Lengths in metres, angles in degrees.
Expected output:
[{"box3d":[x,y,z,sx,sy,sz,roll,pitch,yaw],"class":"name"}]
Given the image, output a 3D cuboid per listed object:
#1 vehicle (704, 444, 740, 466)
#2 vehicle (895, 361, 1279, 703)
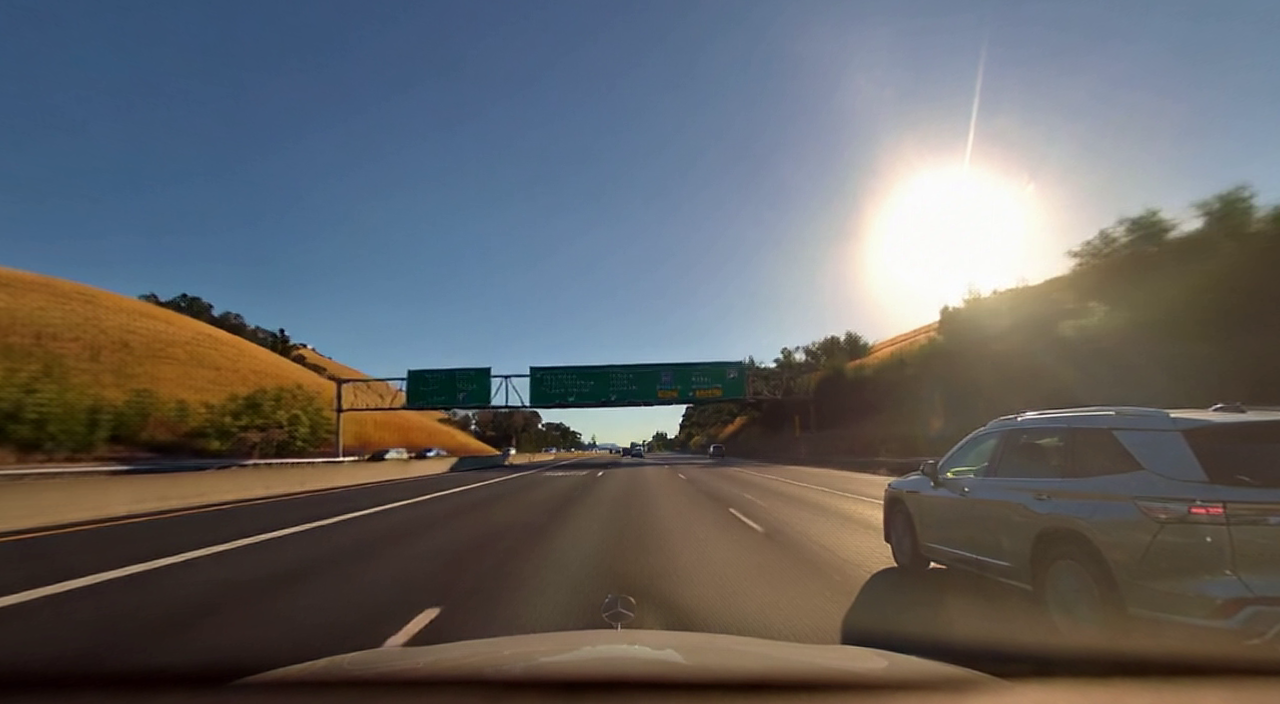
[{"box3d":[6.422,8.149,49.570,2.006,1.652,4.417,0,-9,-3],"class":"vehicle"},{"box3d":[3.491,1.156,4.163,1.784,1.733,4.141,0,-9,-1],"class":"vehicle"}]
